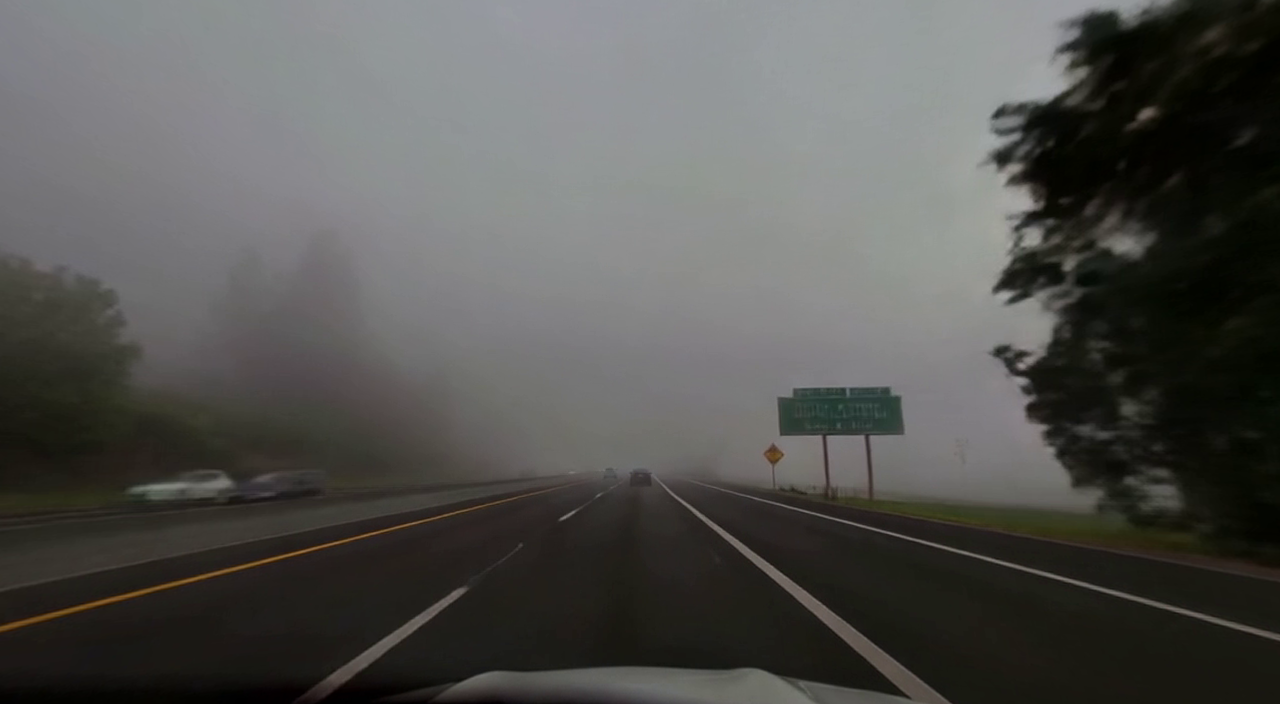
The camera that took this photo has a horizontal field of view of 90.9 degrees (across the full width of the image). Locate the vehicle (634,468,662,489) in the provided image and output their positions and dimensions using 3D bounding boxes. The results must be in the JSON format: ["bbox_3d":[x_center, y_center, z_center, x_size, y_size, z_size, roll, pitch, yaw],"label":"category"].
[{"bbox_3d":[0.590,9.755,48.749,2.016,1.530,4.009,1,-11,0],"label":"vehicle"}]

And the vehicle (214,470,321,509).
[{"bbox_3d":[-15.491,5.716,26.469,1.983,1.443,3.919,1,-11,1],"label":"vehicle"}]

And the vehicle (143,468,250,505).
[{"bbox_3d":[-19.831,5.993,28.391,1.778,1.488,4.043,1,-11,1],"label":"vehicle"}]
